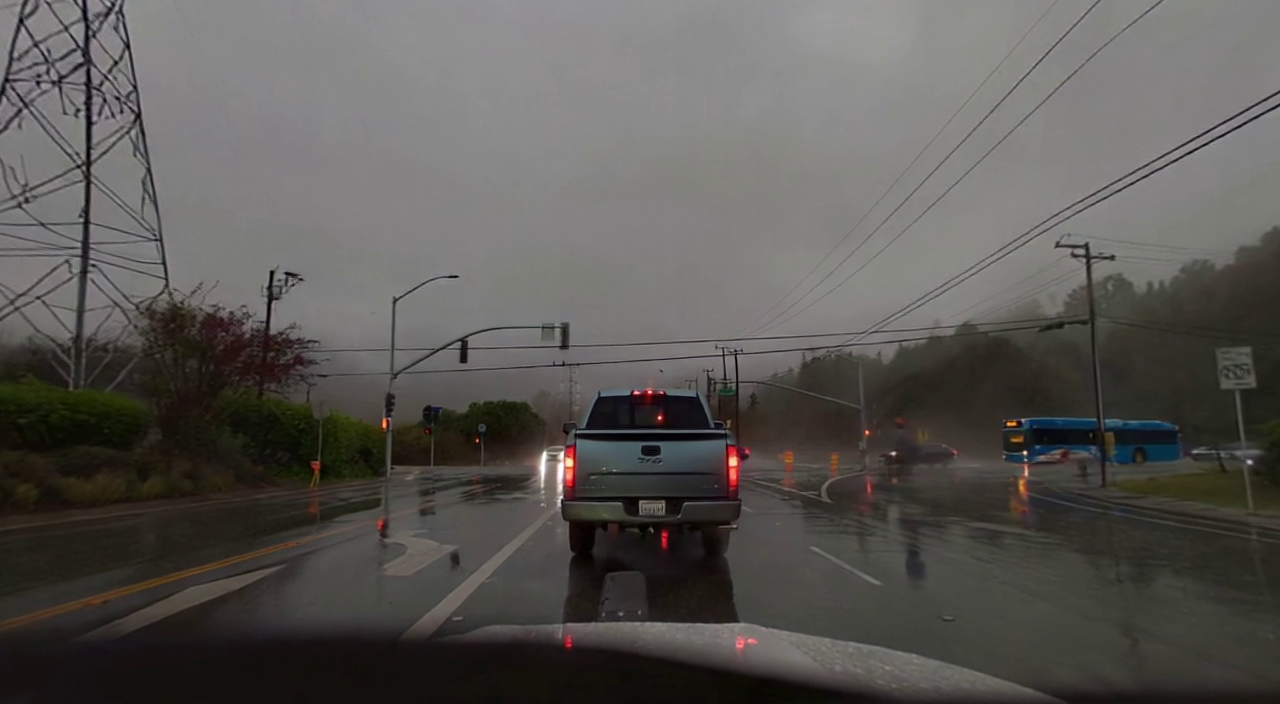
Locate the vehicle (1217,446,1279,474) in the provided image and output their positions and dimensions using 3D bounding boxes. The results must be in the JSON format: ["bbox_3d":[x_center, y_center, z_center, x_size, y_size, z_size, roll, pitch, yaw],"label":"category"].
[{"bbox_3d":[41.372,7.018,41.260,5.426,1.728,1.999,0,-8,-2],"label":"vehicle"}]

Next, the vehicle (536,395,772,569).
[{"bbox_3d":[0.117,1.900,10.101,2.707,1.964,5.485,0,-8,-1],"label":"vehicle"}]

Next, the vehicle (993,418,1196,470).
[{"bbox_3d":[29.388,5.979,41.253,10.726,3.128,3.003,-1,-8,1],"label":"vehicle"}]

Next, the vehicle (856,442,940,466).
[{"bbox_3d":[16.753,6.634,41.207,4.578,1.490,1.935,-1,-8,3],"label":"vehicle"}]
